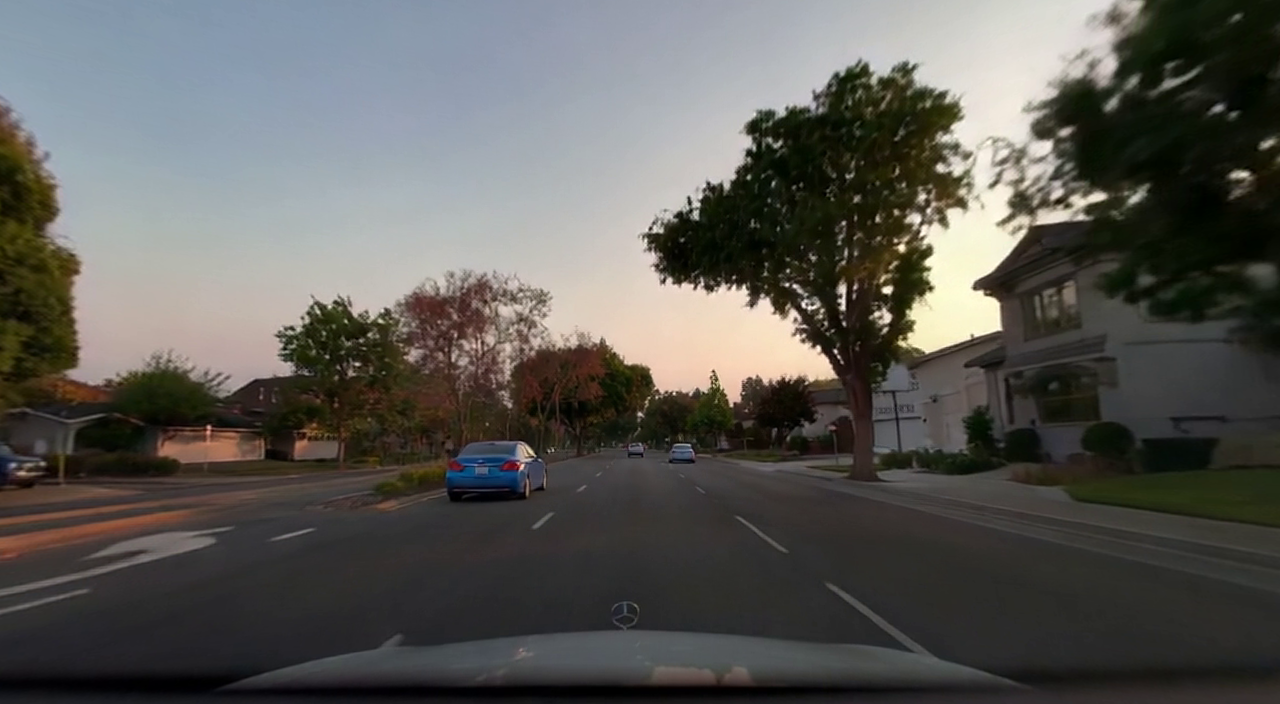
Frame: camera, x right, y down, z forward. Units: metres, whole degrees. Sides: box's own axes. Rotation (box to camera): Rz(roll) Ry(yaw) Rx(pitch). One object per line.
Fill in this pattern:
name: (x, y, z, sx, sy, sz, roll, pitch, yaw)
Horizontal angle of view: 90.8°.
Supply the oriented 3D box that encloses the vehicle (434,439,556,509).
vehicle: (-3.414, 2.940, 15.753, 2.005, 1.477, 4.169, -1, -8, 0)
